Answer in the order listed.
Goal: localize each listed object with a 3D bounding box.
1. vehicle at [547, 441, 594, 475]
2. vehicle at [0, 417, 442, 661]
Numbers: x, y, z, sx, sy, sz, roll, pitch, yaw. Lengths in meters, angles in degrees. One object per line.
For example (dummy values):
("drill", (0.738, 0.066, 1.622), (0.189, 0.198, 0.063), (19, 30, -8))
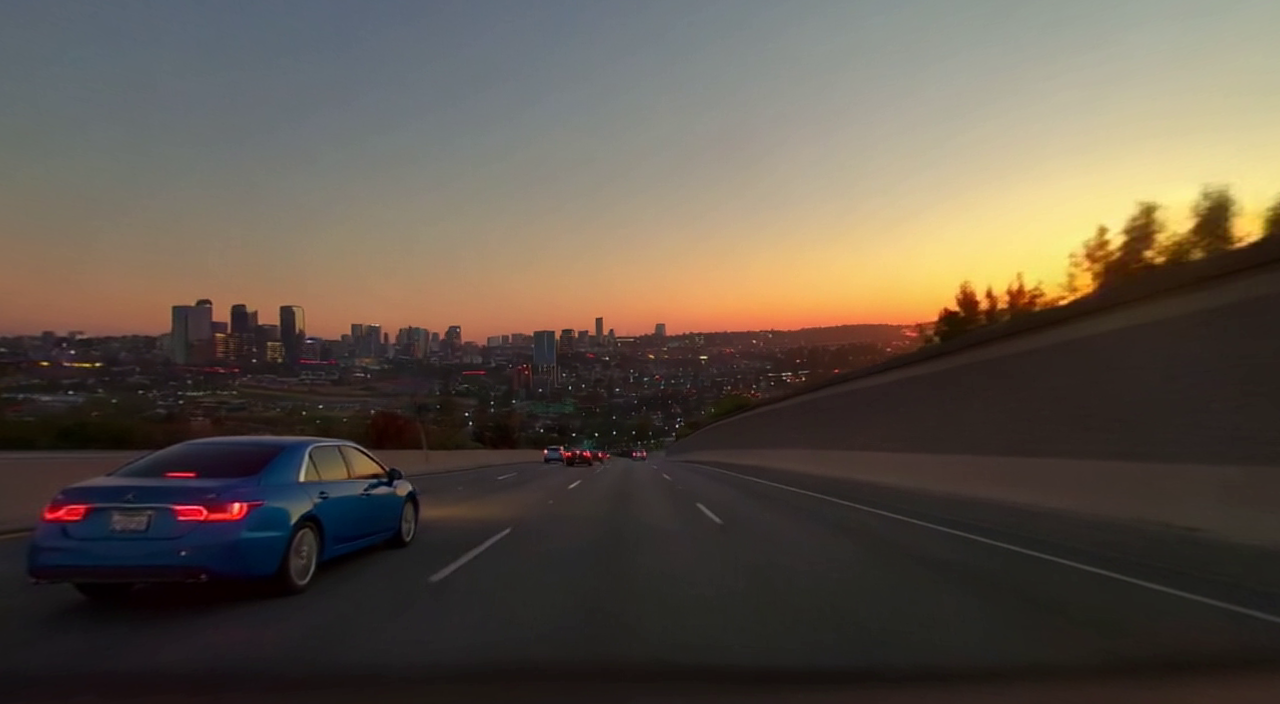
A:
("vehicle", (-3.653, 5.666, 33.938), (2.075, 1.702, 4.257), (0, -9, 0))
("vehicle", (-3.724, 1.482, 6.163), (2.114, 1.480, 4.473), (0, -9, 0))
